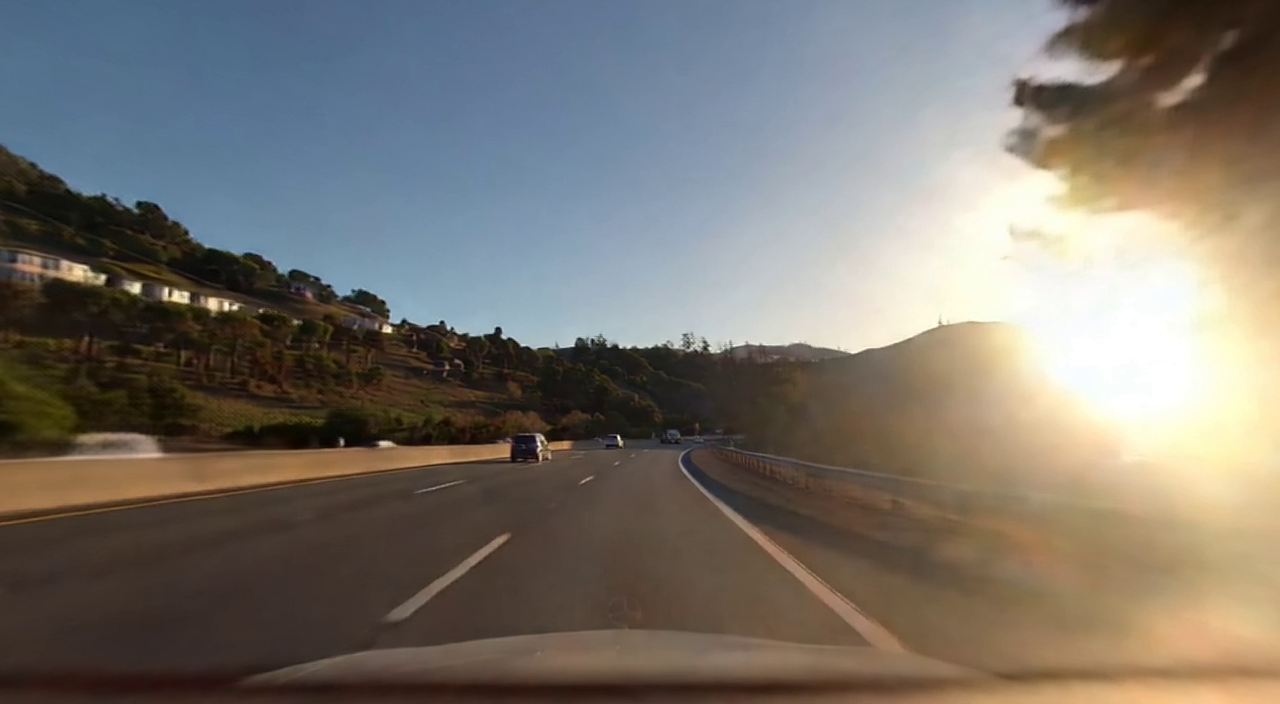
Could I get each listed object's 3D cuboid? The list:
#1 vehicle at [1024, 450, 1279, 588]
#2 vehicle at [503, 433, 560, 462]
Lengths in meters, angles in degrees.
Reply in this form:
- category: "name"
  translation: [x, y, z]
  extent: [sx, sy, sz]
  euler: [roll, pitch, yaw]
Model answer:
- category: "vehicle"
  translation: [10.358, 2.934, 12.158]
  extent: [2.325, 1.972, 5.577]
  euler: [1, -9, 0]
- category: "vehicle"
  translation: [-5.903, 5.266, 34.595]
  extent: [2.010, 1.489, 4.456]
  euler: [0, -9, 5]
